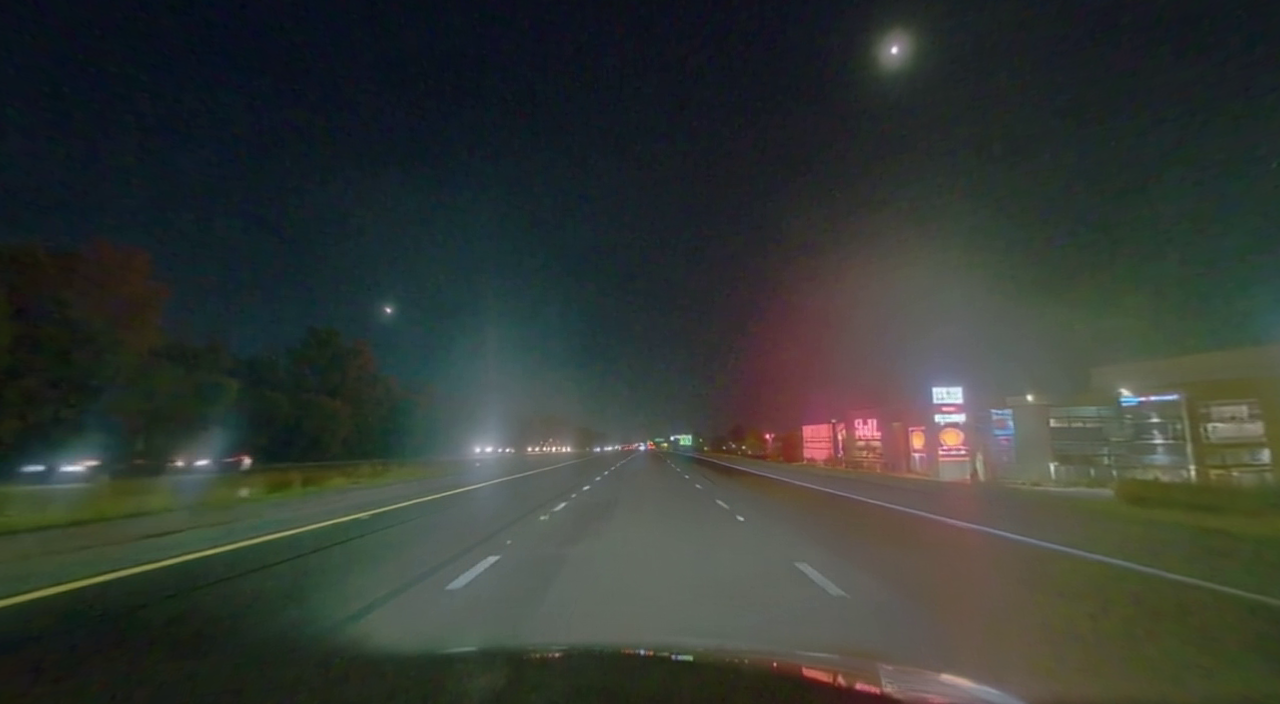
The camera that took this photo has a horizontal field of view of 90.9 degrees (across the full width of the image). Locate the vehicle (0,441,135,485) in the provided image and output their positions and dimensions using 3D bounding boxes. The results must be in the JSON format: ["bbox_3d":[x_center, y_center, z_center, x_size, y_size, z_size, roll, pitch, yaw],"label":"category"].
[{"bbox_3d":[-23.497,4.447,25.660,1.930,1.633,4.669,0,-8,1],"label":"vehicle"}]

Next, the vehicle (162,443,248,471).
[{"bbox_3d":[-27.367,6.601,39.906,2.027,1.672,4.667,0,-8,1],"label":"vehicle"}]
